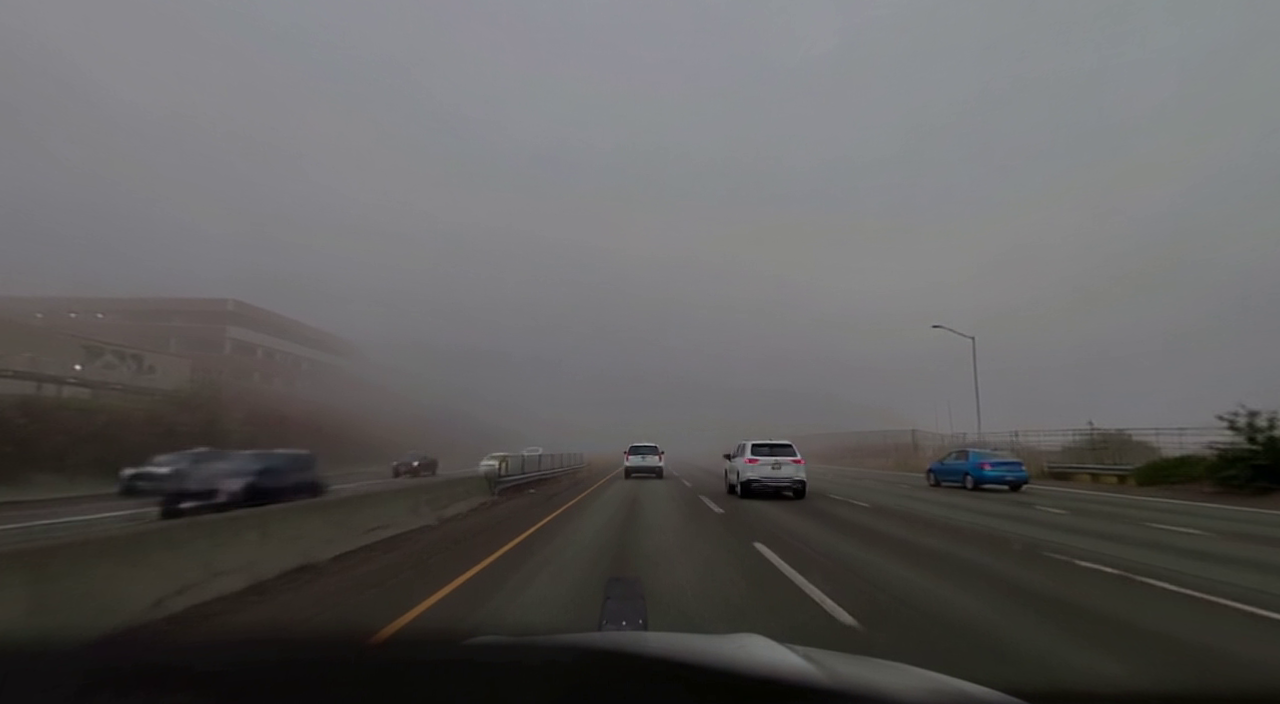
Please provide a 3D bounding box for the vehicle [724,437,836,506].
[{"bbox_3d":[3.566,3.114,16.927,2.042,1.592,4.047,0,-8,0],"label":"vehicle"}]

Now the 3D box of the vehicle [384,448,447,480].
[{"bbox_3d":[-13.961,6.952,39.567,2.092,1.805,4.904,0,-8,1],"label":"vehicle"}]

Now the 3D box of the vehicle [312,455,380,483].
[{"bbox_3d":[-17.757,7.056,38.340,1.918,1.456,4.459,0,-8,1],"label":"vehicle"}]

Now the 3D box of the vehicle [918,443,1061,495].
[{"bbox_3d":[10.991,3.681,20.321,2.027,1.446,4.470,0,-8,0],"label":"vehicle"}]

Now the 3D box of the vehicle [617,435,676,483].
[{"bbox_3d":[0.286,4.527,27.002,2.290,1.862,4.454,0,-8,1],"label":"vehicle"}]

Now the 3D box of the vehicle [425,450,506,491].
[{"bbox_3d":[-7.194,4.915,26.535,2.037,1.483,4.507,0,-8,1],"label":"vehicle"}]

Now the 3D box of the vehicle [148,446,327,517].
[{"bbox_3d":[-10.934,3.501,17.648,2.012,1.685,4.411,0,-8,1],"label":"vehicle"}]
